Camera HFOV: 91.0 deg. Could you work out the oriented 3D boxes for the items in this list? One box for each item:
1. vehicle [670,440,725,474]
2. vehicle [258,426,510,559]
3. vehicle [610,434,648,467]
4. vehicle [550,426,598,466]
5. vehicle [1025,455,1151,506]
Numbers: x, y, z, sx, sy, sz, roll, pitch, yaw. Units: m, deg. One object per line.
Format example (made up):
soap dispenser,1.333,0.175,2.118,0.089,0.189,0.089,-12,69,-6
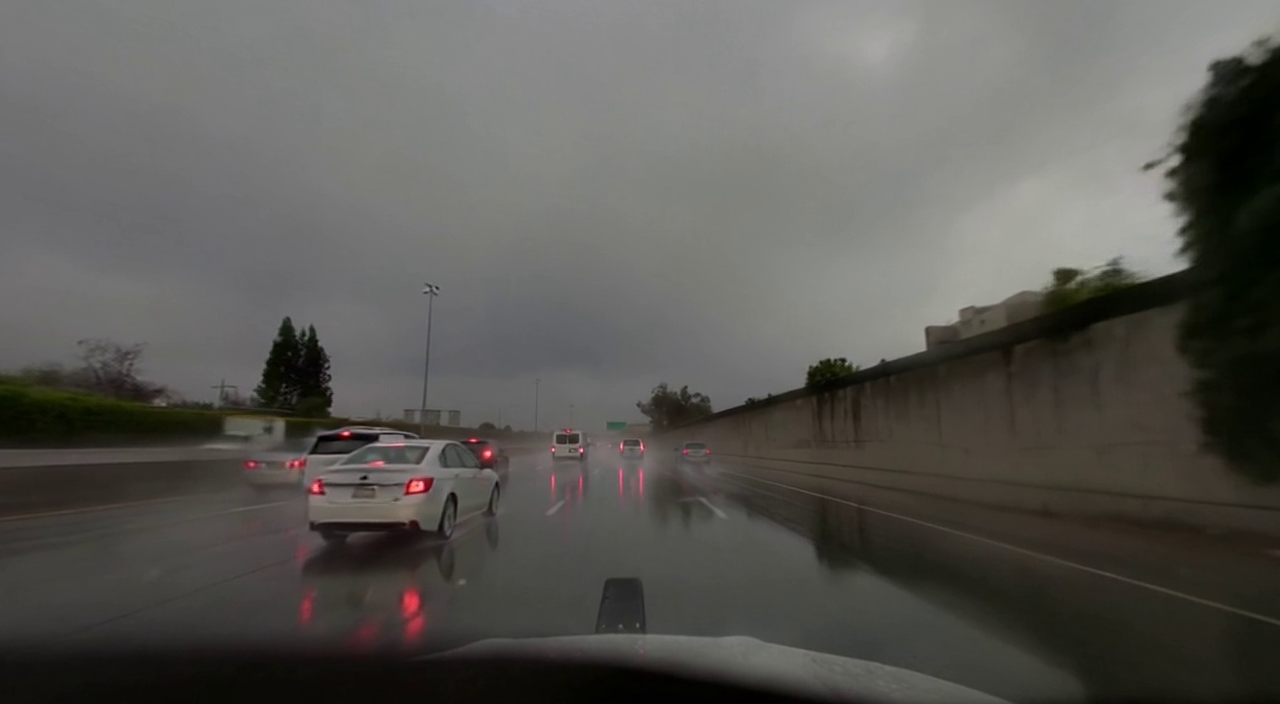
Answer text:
vehicle,2.660,5.038,30.354,2.127,1.513,4.501,0,-9,-1
vehicle,-3.377,1.937,9.372,1.963,1.507,4.172,0,-9,0
vehicle,-0.654,5.928,37.913,2.207,1.807,4.199,0,-9,-1
vehicle,-4.010,5.904,39.484,2.504,2.276,5.933,0,-9,-1
vehicle,14.533,4.147,20.660,1.578,1.407,3.414,2,-8,-1
